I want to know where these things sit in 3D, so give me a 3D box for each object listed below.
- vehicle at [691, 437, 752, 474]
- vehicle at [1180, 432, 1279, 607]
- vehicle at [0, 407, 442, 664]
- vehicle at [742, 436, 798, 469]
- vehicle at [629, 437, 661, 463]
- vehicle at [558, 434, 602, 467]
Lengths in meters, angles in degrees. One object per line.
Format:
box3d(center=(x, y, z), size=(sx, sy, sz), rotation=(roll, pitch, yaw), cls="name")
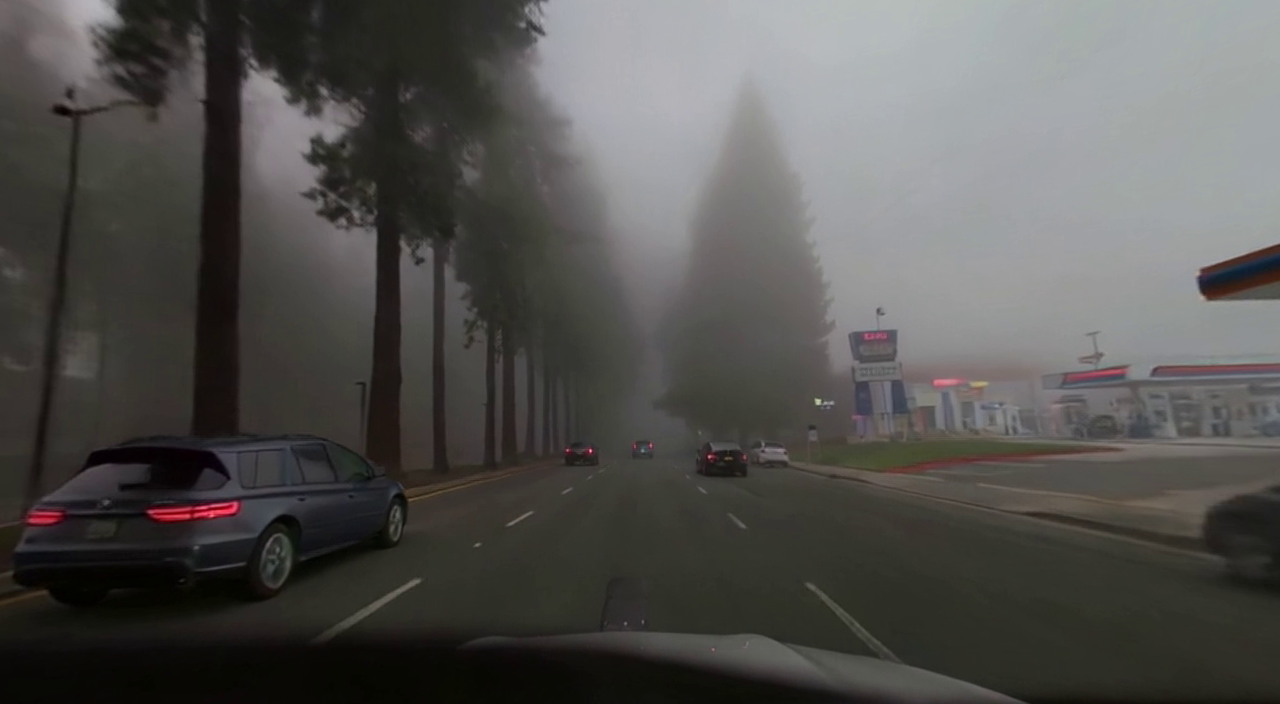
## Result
box3d(center=(3.437, 4.481, 27.519), size=(2.010, 1.486, 4.498), rotation=(0, -8, -1), cls="vehicle")
box3d(center=(6.177, 1.180, 3.864), size=(1.856, 1.421, 4.357), rotation=(0, -8, 0), cls="vehicle")
box3d(center=(-3.915, 1.476, 6.444), size=(1.988, 1.530, 5.155), rotation=(0, -8, 2), cls="vehicle")
box3d(center=(6.620, 5.167, 32.547), size=(1.983, 1.599, 4.243), rotation=(0, -8, 0), cls="vehicle")
box3d(center=(0.288, 6.140, 39.583), size=(1.922, 1.579, 3.642), rotation=(0, -8, 0), cls="vehicle")
box3d(center=(-3.348, 5.632, 36.076), size=(2.051, 1.747, 4.370), rotation=(0, -8, 1), cls="vehicle")
